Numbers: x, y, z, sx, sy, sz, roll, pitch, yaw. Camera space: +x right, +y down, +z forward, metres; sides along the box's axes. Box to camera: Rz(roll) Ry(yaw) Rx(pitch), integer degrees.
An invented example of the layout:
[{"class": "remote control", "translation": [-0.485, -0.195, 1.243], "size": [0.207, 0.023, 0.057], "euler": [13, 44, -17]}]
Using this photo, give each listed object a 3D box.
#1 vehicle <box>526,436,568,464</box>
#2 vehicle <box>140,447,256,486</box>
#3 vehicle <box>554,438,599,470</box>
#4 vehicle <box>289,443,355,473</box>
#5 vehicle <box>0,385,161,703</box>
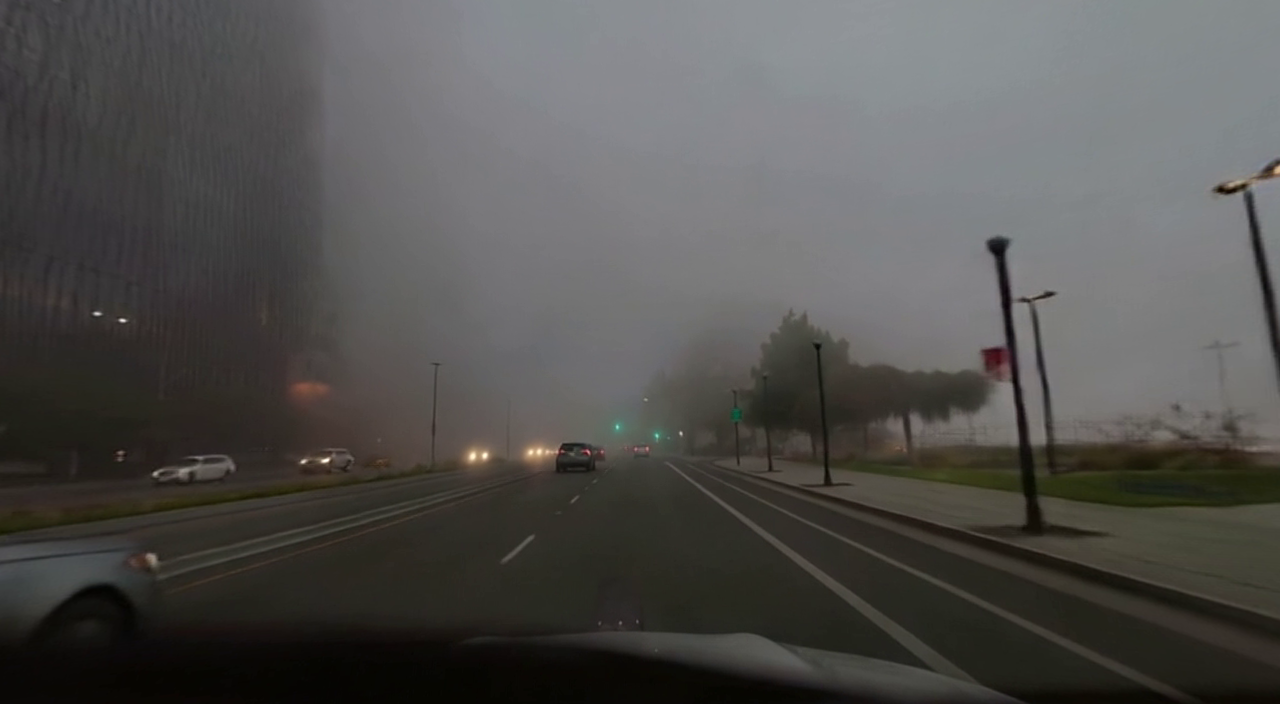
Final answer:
[{"class": "vehicle", "translation": [-6.603, 7.018, 45.391], "size": [2.224, 1.821, 4.711], "euler": [0, -8, 1]}, {"class": "vehicle", "translation": [-20.017, 5.176, 28.925], "size": [1.918, 1.601, 4.610], "euler": [0, -8, 1]}, {"class": "vehicle", "translation": [-3.310, 5.369, 33.370], "size": [1.983, 1.545, 3.773], "euler": [0, -8, 0]}, {"class": "vehicle", "translation": [-20.163, 6.718, 40.300], "size": [1.910, 1.748, 4.303], "euler": [0, -8, 0]}, {"class": "vehicle", "translation": [-3.359, 0.677, 0.907], "size": [2.040, 1.497, 4.193], "euler": [0, -8, 0]}]
